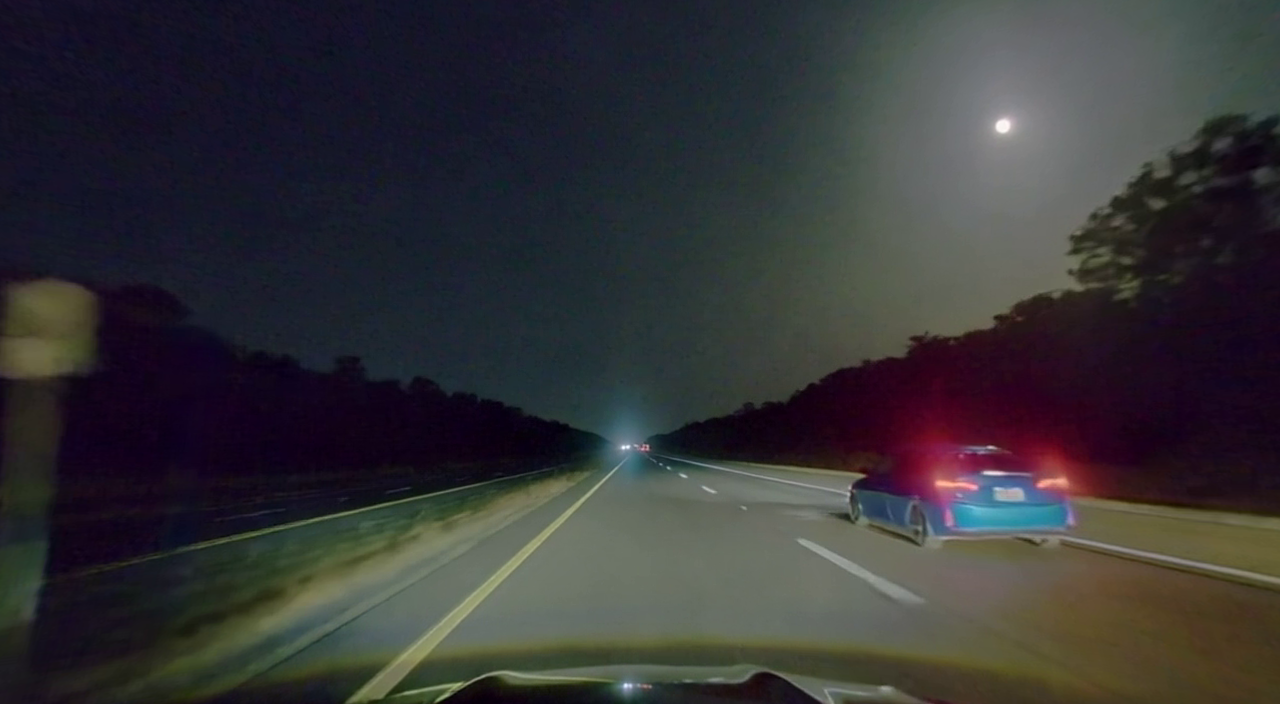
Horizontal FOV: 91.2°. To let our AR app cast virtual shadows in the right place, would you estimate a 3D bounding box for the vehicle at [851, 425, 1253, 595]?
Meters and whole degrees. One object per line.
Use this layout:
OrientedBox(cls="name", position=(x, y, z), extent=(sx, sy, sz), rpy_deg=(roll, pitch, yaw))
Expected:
OrientedBox(cls="vehicle", position=(4.278, 1.690, 7.548), extent=(1.981, 1.440, 4.125), rpy_deg=(0, -9, -1))
